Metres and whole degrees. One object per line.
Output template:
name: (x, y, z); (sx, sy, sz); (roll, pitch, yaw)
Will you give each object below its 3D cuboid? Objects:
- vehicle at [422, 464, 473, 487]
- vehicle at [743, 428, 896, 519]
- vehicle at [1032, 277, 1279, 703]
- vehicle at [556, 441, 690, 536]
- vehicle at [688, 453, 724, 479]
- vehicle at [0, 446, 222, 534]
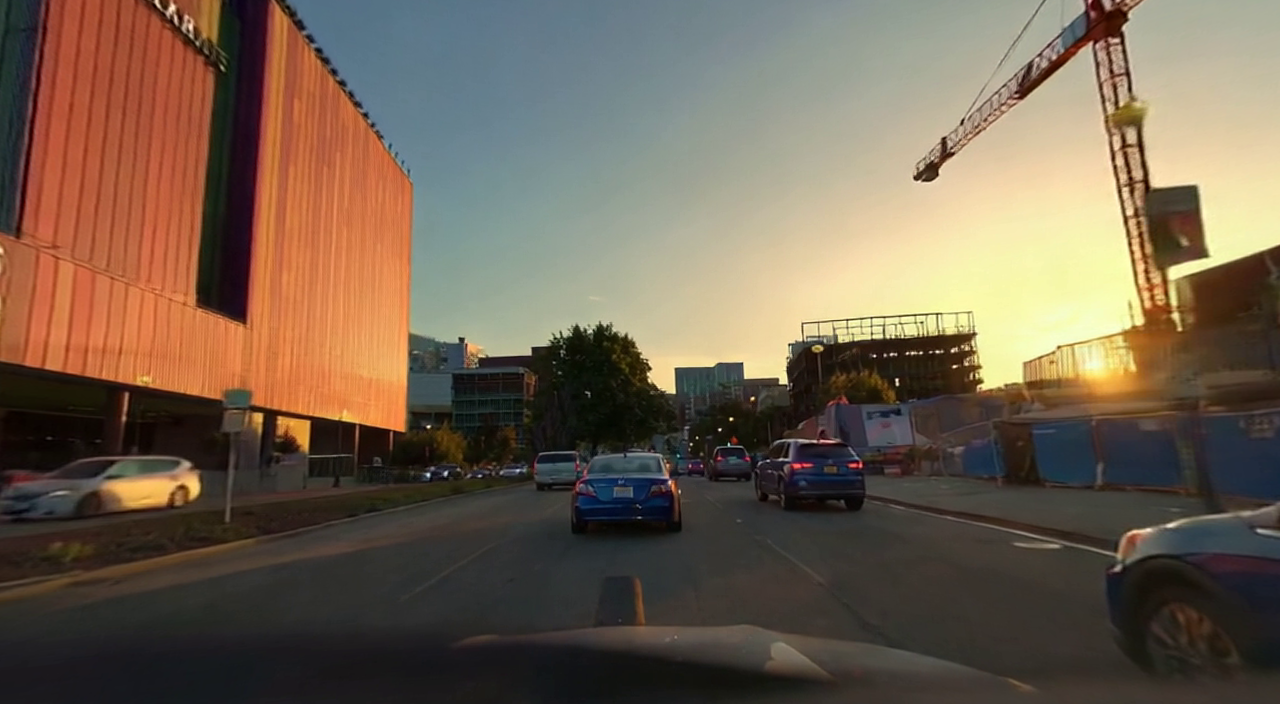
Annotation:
vehicle: (-14.572, 9.330, 48.058); (2.078, 1.496, 4.769); (-1, -8, 4)
vehicle: (4.007, 2.807, 15.167); (2.185, 1.797, 4.934); (0, -8, 0)
vehicle: (3.561, 0.517, 1.251); (2.182, 1.954, 5.341); (0, -8, 1)
vehicle: (-0.203, 2.491, 12.231); (2.131, 1.496, 4.193); (0, -8, 2)
vehicle: (4.442, 7.744, 43.052); (2.115, 1.636, 4.104); (0, -8, 2)
vehicle: (-13.120, 3.230, 15.558); (2.136, 1.764, 4.855); (-1, -8, 3)
